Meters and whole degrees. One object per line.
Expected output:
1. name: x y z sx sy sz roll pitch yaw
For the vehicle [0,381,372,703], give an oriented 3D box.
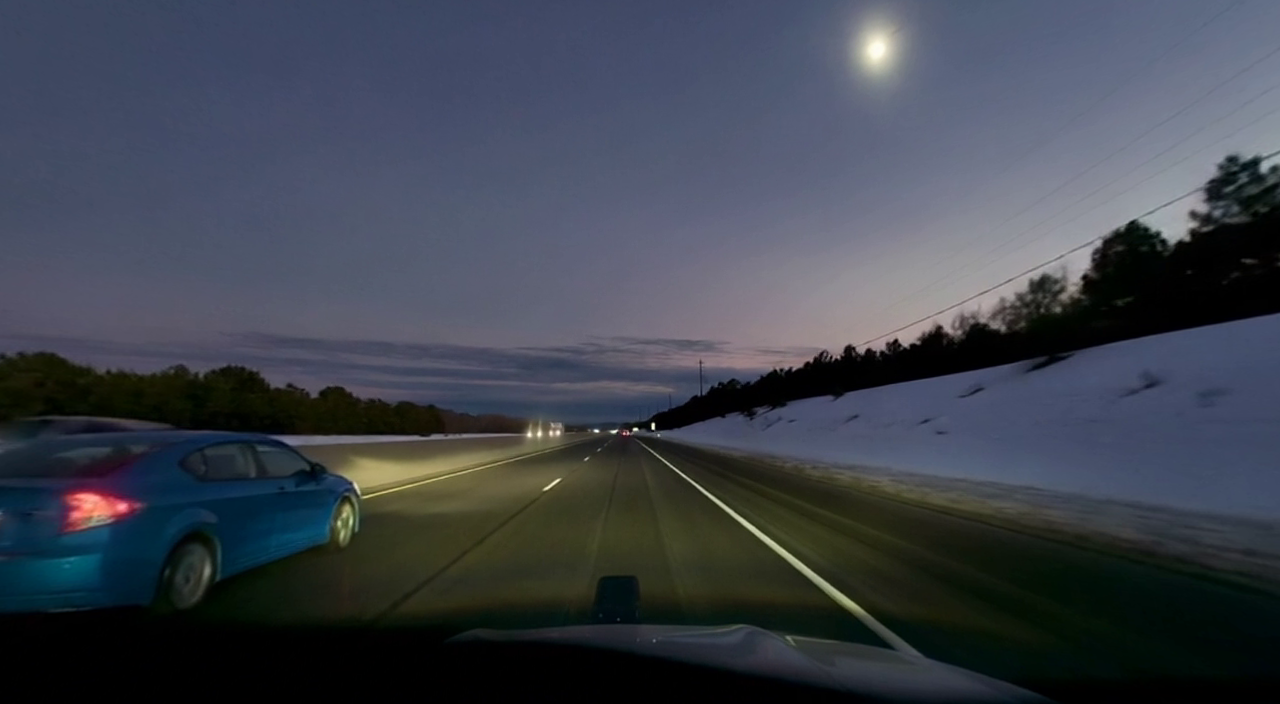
1. vehicle: -3.930 1.164 4.821 1.999 1.536 3.969 0 -8 0
